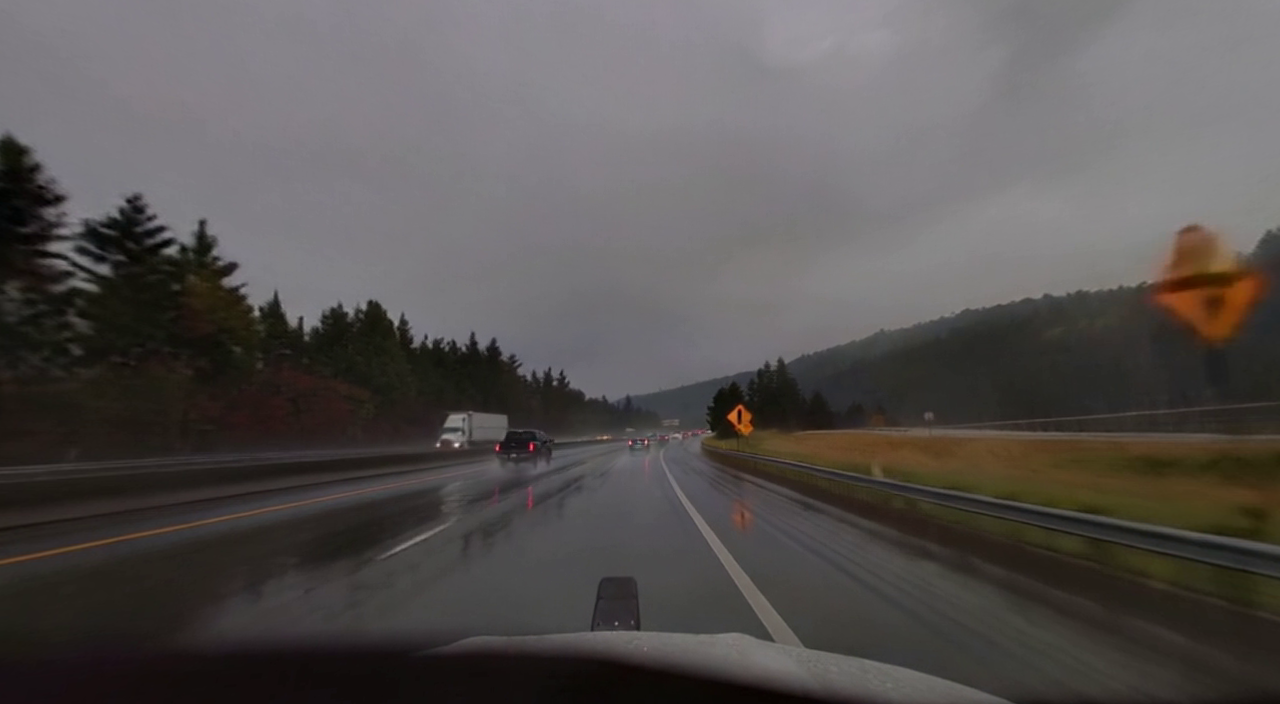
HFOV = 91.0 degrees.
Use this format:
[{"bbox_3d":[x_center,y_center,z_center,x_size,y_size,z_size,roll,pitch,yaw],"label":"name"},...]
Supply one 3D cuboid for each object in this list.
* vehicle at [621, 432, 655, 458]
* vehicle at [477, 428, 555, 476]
[{"bbox_3d":[-0.158,6.225,42.194,2.146,1.636,4.026,0,-8,0],"label":"vehicle"},{"bbox_3d":[-4.646,3.832,24.270,2.075,1.653,4.317,-1,-8,1],"label":"vehicle"}]
